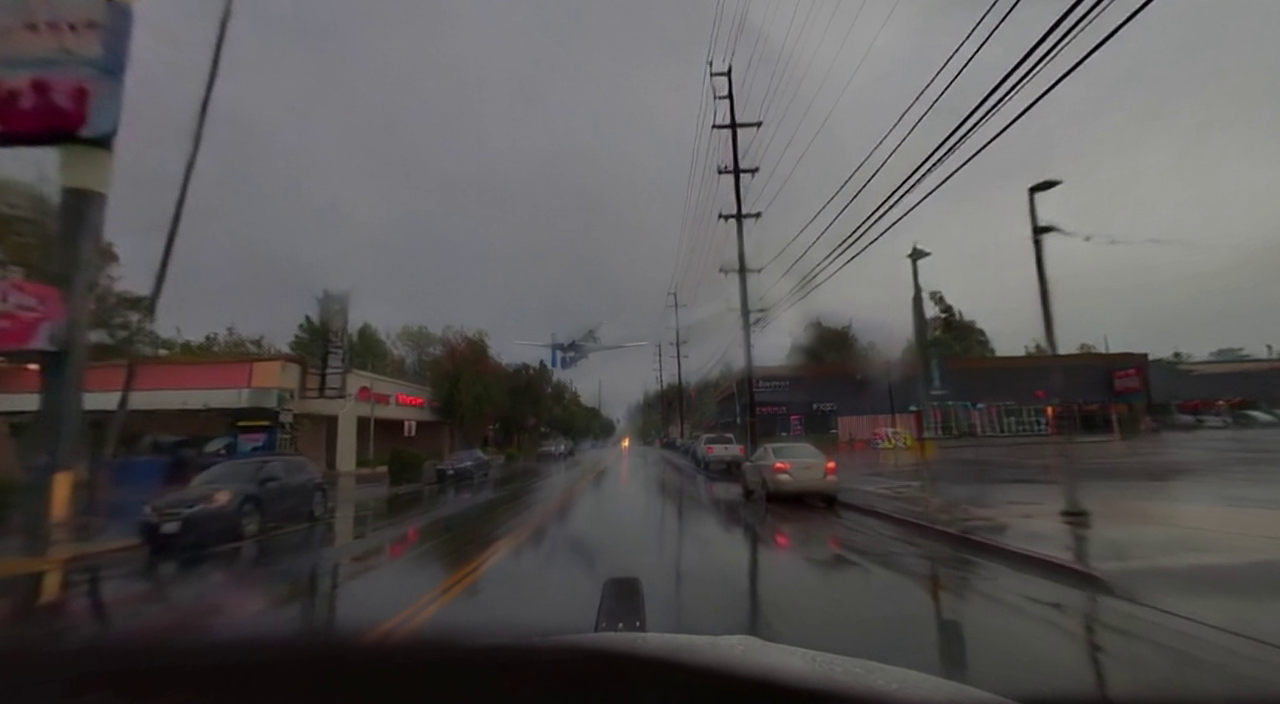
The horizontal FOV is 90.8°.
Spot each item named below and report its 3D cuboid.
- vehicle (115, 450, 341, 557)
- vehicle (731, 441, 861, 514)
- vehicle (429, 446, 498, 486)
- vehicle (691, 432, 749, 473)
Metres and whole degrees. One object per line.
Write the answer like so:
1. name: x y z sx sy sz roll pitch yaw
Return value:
1. vehicle: -7.782 2.824 12.514 1.787 1.543 4.052 -3 -7 0
2. vehicle: 3.610 2.978 15.640 1.990 1.521 4.693 0 -8 0
3. vehicle: -7.875 5.074 28.521 1.872 1.455 4.350 -3 -8 -1
4. vehicle: 3.923 5.040 31.795 2.080 1.893 4.699 0 -8 -3
